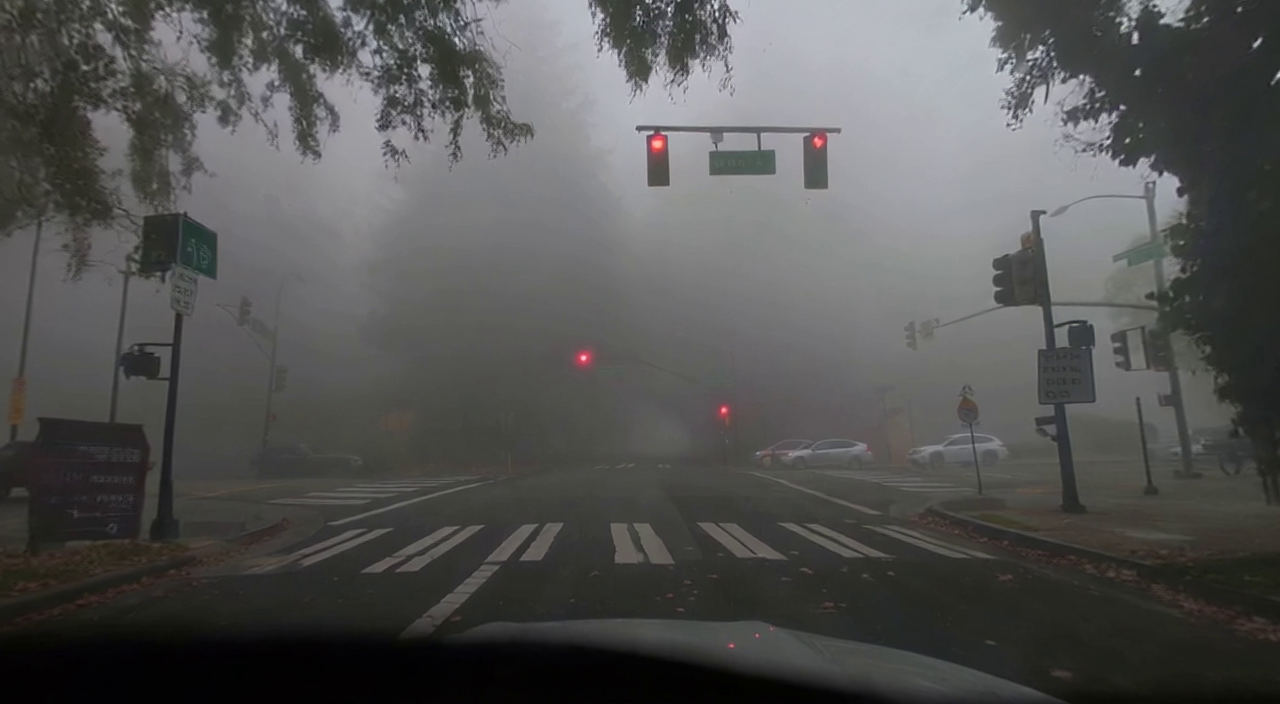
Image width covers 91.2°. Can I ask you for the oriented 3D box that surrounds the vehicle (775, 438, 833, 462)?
[{"bbox_3d":[11.090,6.608,42.248,1.955,1.508,4.295,-8,-12,42],"label":"vehicle"}]

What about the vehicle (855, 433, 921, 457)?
[{"bbox_3d":[16.933,6.325,42.693,4.522,1.546,1.941,6,-11,-34],"label":"vehicle"}]

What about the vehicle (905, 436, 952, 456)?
[{"bbox_3d":[21.827,7.135,47.498,1.923,1.463,3.758,-1,-9,3],"label":"vehicle"}]

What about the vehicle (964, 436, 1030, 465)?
[{"bbox_3d":[21.019,5.774,37.077,1.851,1.388,3.475,0,-4,-1],"label":"vehicle"}]

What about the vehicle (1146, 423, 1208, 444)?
[{"bbox_3d":[40.931,6.244,47.850,1.682,1.422,3.422,-1,-10,0],"label":"vehicle"}]
